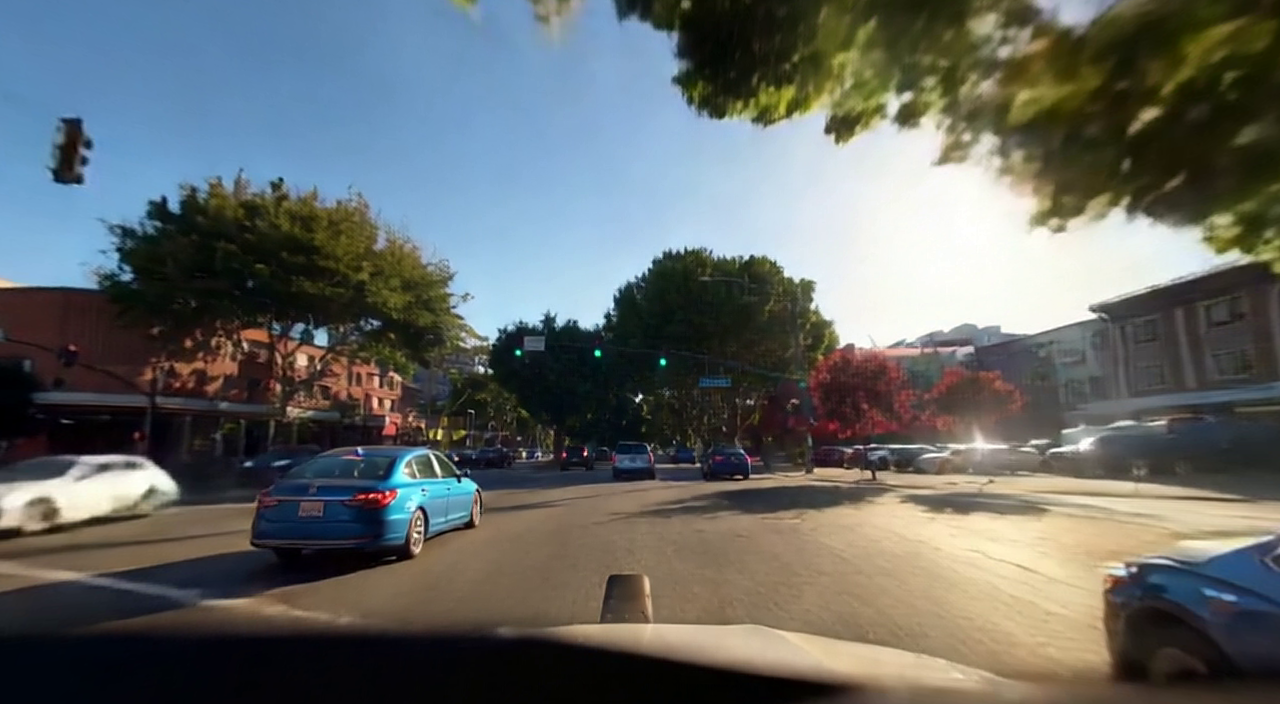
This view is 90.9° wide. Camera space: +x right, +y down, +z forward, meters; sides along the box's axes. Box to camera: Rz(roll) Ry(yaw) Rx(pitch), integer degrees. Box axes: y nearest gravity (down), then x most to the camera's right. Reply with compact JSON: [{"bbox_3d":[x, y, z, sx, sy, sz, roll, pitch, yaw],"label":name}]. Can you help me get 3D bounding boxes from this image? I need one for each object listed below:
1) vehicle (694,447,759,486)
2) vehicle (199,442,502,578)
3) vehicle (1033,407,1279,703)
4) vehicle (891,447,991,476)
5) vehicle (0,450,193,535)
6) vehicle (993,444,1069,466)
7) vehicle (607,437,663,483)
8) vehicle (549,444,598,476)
[{"bbox_3d":[3.501,4.710,26.215,2.058,1.472,4.317,0,-9,0],"label":"vehicle"},{"bbox_3d":[-3.424,1.930,8.493,2.115,1.369,3.908,0,-9,2],"label":"vehicle"},{"bbox_3d":[3.225,0.794,1.253,2.052,1.475,4.540,0,-9,2],"label":"vehicle"},{"bbox_3d":[16.157,5.868,34.023,4.407,1.492,1.930,0,-9,2],"label":"vehicle"},{"bbox_3d":[-12.435,2.903,13.708,2.008,1.498,4.557,0,-9,0],"label":"vehicle"},{"bbox_3d":[29.506,7.785,47.658,4.324,1.538,2.071,0,-9,-2],"label":"vehicle"},{"bbox_3d":[-0.205,4.895,28.873,2.361,1.898,4.465,0,-9,0],"label":"vehicle"},{"bbox_3d":[-3.537,5.841,34.297,2.130,1.645,3.995,0,-9,1],"label":"vehicle"}]
